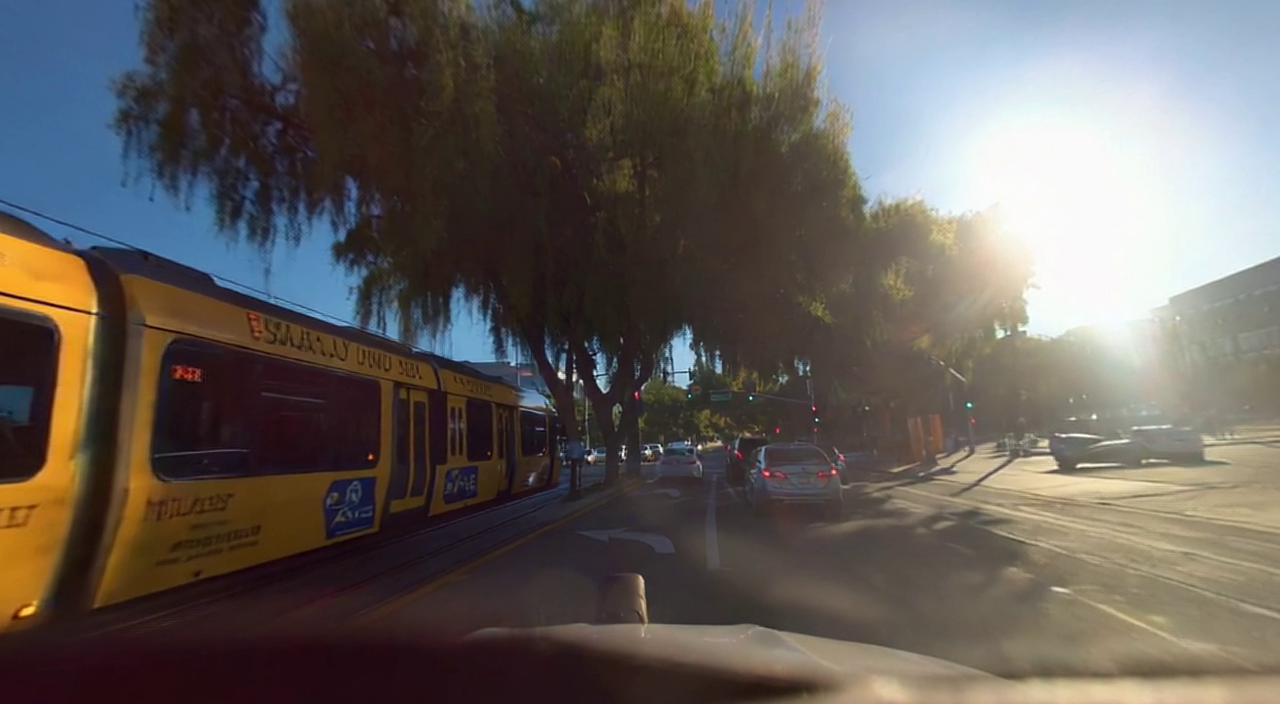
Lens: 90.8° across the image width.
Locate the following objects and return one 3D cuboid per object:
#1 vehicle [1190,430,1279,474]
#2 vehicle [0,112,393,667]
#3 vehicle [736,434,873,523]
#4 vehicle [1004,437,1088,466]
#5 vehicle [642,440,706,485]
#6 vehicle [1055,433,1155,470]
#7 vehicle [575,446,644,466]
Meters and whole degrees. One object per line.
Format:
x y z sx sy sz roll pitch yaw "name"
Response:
22.607 3.583 22.712 1.825 1.462 4.764 -2 -9 8 "vehicle"
-5.925 0.036 2.790 2.897 3.700 13.528 -1 -8 6 "vehicle"
3.112 2.481 12.925 2.002 1.471 4.337 -1 -9 5 "vehicle"
21.424 5.288 33.586 1.796 1.434 4.504 -1 -9 6 "vehicle"
1.345 4.054 23.365 2.118 1.478 4.076 -1 -9 6 "vehicle"
20.916 4.490 28.629 1.831 1.545 3.872 -1 -9 6 "vehicle"
-2.295 7.844 47.727 4.941 1.473 1.885 -1 -9 7 "vehicle"
